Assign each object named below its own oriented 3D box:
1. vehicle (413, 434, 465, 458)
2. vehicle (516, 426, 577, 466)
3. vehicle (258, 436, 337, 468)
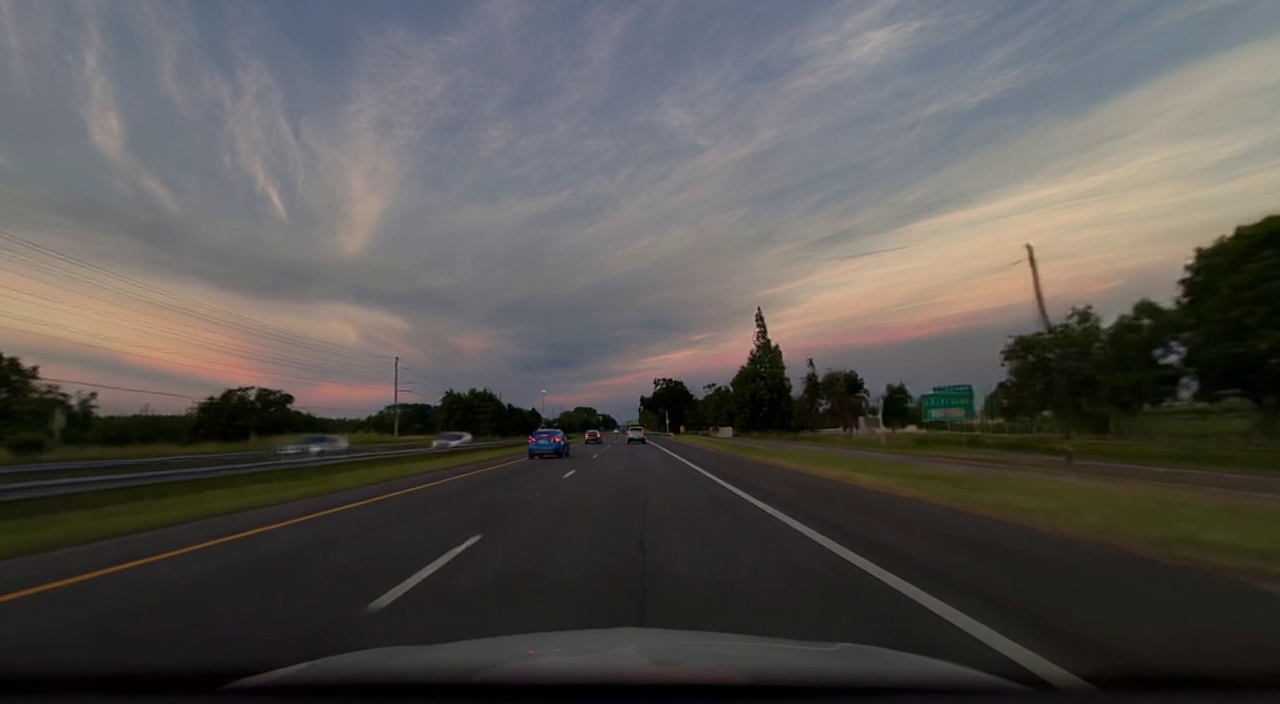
[{"bbox_3d":[-12.996,6.098,40.972,1.912,1.455,4.706,0,-8,0],"label":"vehicle"},{"bbox_3d":[-3.966,4.054,27.404,2.023,1.580,4.259,0,-8,-1],"label":"vehicle"},{"bbox_3d":[-17.280,5.040,31.947,1.843,1.534,3.925,0,-8,-1],"label":"vehicle"}]
